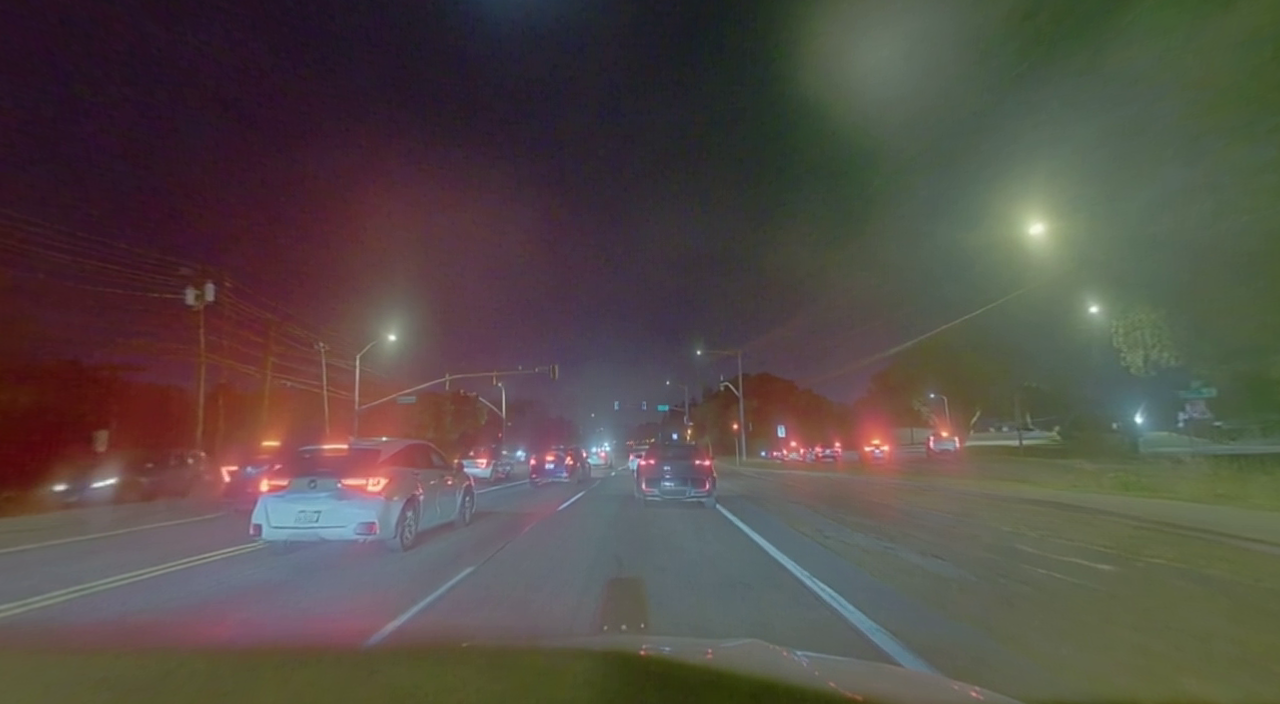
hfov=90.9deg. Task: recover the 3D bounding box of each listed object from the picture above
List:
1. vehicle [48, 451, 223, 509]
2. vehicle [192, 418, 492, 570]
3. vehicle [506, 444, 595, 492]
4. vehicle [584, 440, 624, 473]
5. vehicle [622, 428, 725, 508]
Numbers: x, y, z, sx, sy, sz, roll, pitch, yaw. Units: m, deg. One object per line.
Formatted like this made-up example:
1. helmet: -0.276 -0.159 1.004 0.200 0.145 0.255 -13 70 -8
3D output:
1. vehicle: -16.491 4.158 20.973 1.842 1.655 4.501 -1 -9 5
2. vehicle: -3.760 1.871 9.093 2.018 1.621 4.441 0 -9 2
3. vehicle: -2.888 3.843 21.297 2.105 1.436 4.311 -1 -9 4
4. vehicle: -2.044 6.032 36.624 1.788 1.773 3.731 -1 -9 5
5. vehicle: 0.791 2.801 15.581 2.205 1.691 3.937 -1 -9 2
